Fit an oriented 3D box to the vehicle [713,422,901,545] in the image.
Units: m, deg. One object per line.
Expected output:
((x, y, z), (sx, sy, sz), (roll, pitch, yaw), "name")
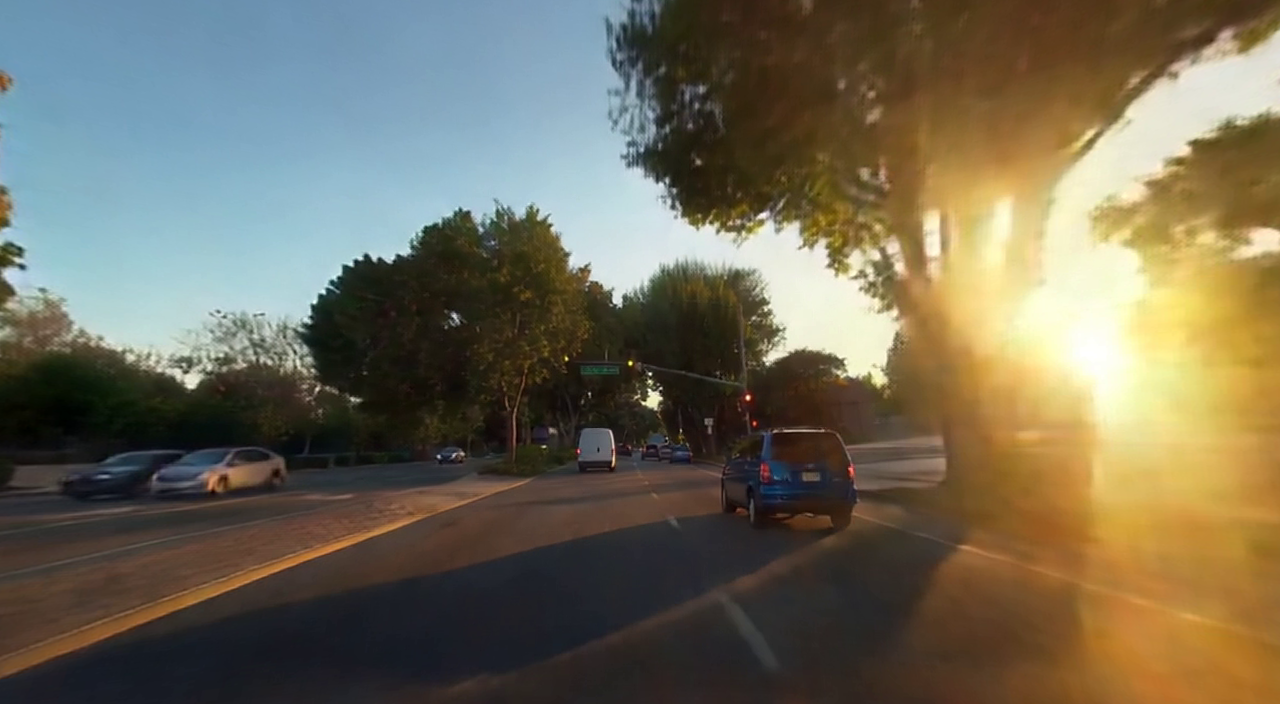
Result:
((2.554, 2.123, 10.836), (1.965, 1.671, 4.146), (0, -9, -2), "vehicle")

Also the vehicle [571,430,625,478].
((-1.872, 4.752, 29.644), (2.228, 2.054, 4.309), (0, -9, 0), "vehicle")

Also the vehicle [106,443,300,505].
((-11.803, 3.297, 17.578), (2.116, 1.481, 4.572), (0, -9, 0), "vehicle")

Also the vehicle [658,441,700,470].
((2.434, 6.567, 40.328), (2.248, 1.692, 4.252), (0, -9, -2), "vehicle")
